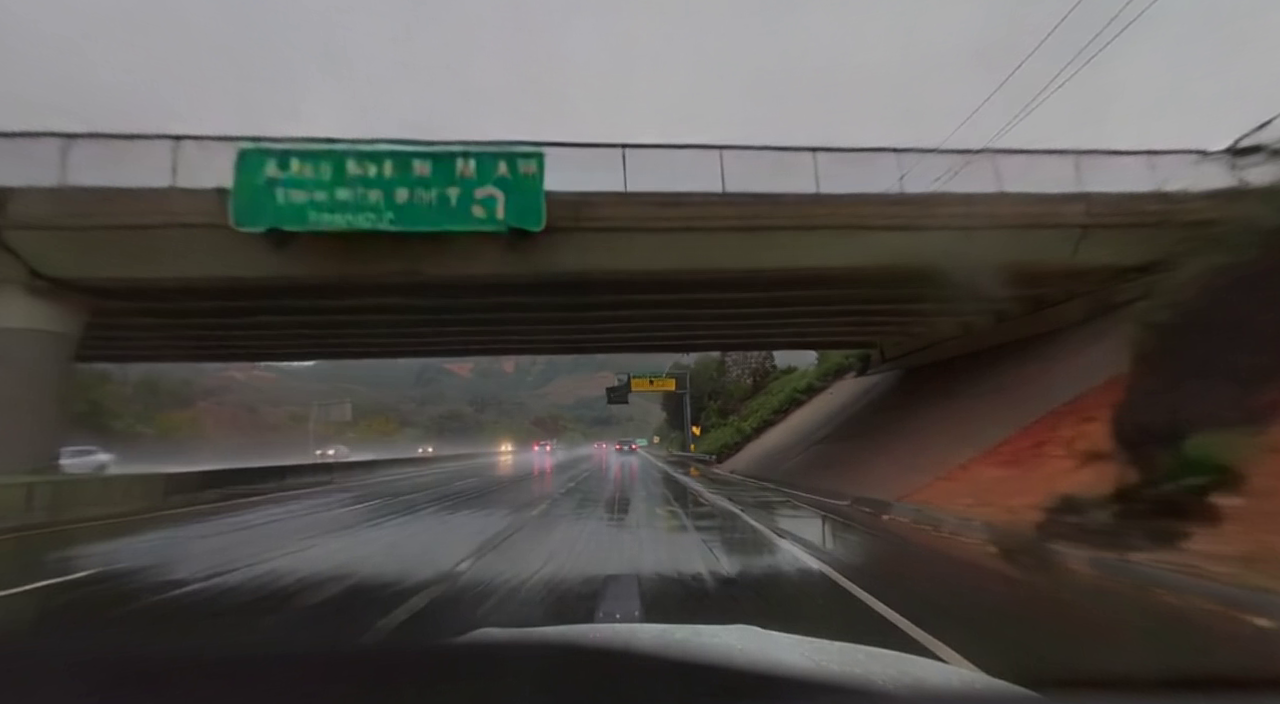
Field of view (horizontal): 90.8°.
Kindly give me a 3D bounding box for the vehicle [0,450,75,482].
[{"bbox_3d":[-32.467,5.901,32.872,1.939,1.460,4.471,1,-8,0],"label":"vehicle"}]
